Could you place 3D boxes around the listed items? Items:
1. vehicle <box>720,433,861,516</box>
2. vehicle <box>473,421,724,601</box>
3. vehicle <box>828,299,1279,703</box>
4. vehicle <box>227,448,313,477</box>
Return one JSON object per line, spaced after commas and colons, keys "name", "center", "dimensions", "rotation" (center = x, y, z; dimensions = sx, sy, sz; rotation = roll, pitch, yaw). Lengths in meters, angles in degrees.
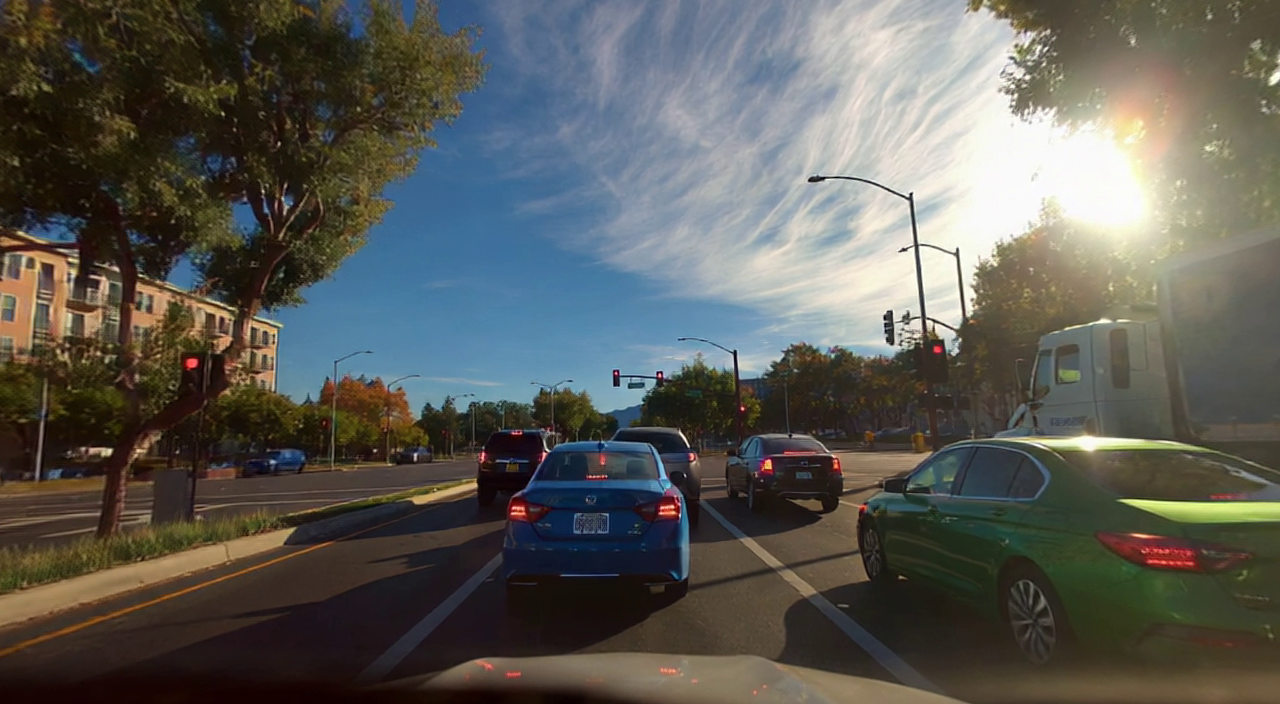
{"name": "vehicle", "center": [3.155, 2.666, 14.335], "dimensions": [2.026, 1.549, 4.559], "rotation": [0, -8, -1]}
{"name": "vehicle", "center": [-0.371, 1.651, 7.412], "dimensions": [2.143, 1.520, 3.848], "rotation": [0, -8, -1]}
{"name": "vehicle", "center": [3.585, 1.108, 5.053], "dimensions": [2.572, 1.945, 5.065], "rotation": [0, -8, 0]}
{"name": "vehicle", "center": [-21.597, 6.452, 37.172], "dimensions": [2.091, 1.534, 4.846], "rotation": [0, -8, 0]}
